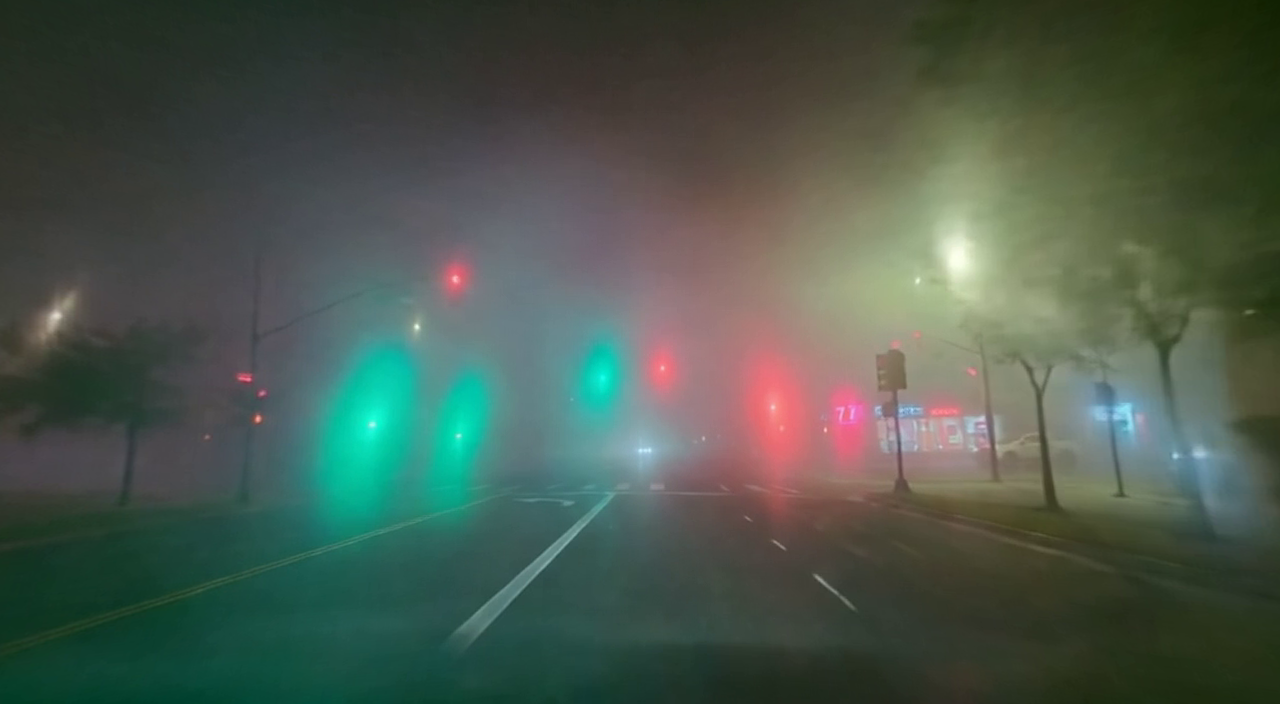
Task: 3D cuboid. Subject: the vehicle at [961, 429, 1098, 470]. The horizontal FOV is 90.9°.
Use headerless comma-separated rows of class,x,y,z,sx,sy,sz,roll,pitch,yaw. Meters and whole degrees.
vehicle,17.670,4.455,28.785,4.836,1.795,1.957,0,-8,2
